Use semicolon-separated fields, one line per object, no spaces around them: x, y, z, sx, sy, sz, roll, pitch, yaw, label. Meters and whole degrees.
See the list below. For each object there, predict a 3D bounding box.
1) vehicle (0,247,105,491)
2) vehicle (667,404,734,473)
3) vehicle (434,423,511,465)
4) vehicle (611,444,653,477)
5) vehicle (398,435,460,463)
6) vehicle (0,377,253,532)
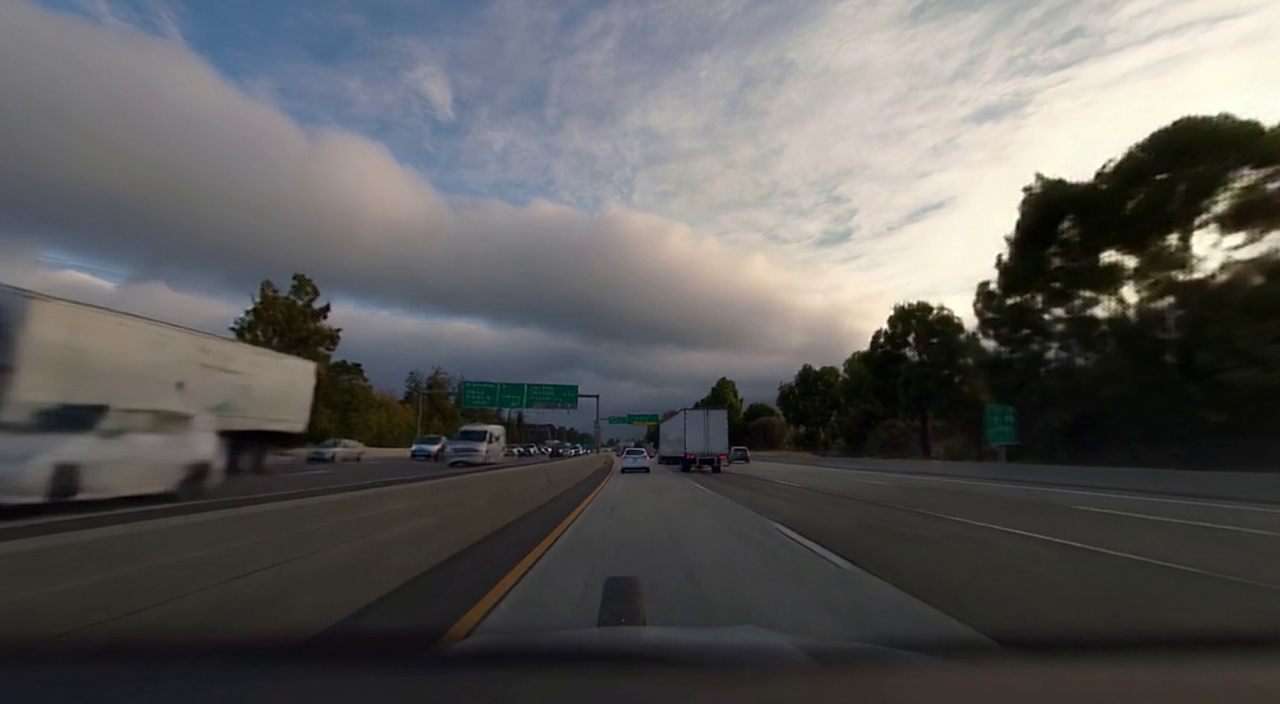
-11.731;-0.257;6.622;2.937;3.843;10.296;0;-9;1;vehicle
3.837;6.106;43.701;2.931;4.009;12.800;0;-9;-2;vehicle
-7.576;4.279;29.103;2.099;1.725;5.303;0;-9;0;vehicle
-0.443;5.786;33.752;2.111;1.599;3.859;0;-9;-1;vehicle
-11.844;5.488;35.689;1.979;1.491;4.502;0;-9;-1;vehicle
-7.212;1.190;7.353;1.993;1.486;5.318;0;-9;0;vehicle
